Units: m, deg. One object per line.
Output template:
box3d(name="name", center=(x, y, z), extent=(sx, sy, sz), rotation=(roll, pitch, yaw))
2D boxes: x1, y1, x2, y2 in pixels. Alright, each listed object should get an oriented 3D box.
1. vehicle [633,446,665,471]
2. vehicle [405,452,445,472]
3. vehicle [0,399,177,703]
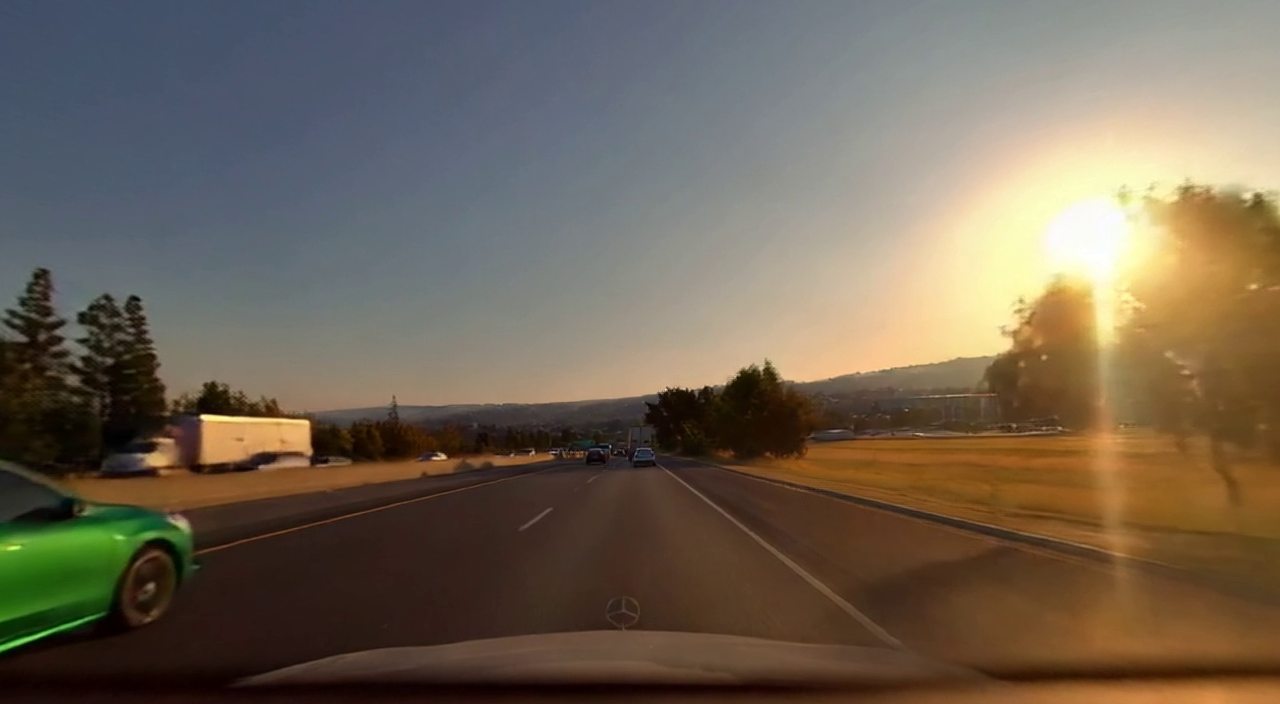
box3d(name="vehicle", center=(0.554, 7.078, 42.116), extent=(1.992, 1.593, 3.937), rotation=(0, -9, -1))
box3d(name="vehicle", center=(-16.882, 8.628, 49.681), extent=(1.921, 1.452, 3.579), rotation=(0, -9, 0))
box3d(name="vehicle", center=(-4.263, 0.881, 2.260), extent=(2.172, 1.548, 3.953), rotation=(0, -9, 0))
